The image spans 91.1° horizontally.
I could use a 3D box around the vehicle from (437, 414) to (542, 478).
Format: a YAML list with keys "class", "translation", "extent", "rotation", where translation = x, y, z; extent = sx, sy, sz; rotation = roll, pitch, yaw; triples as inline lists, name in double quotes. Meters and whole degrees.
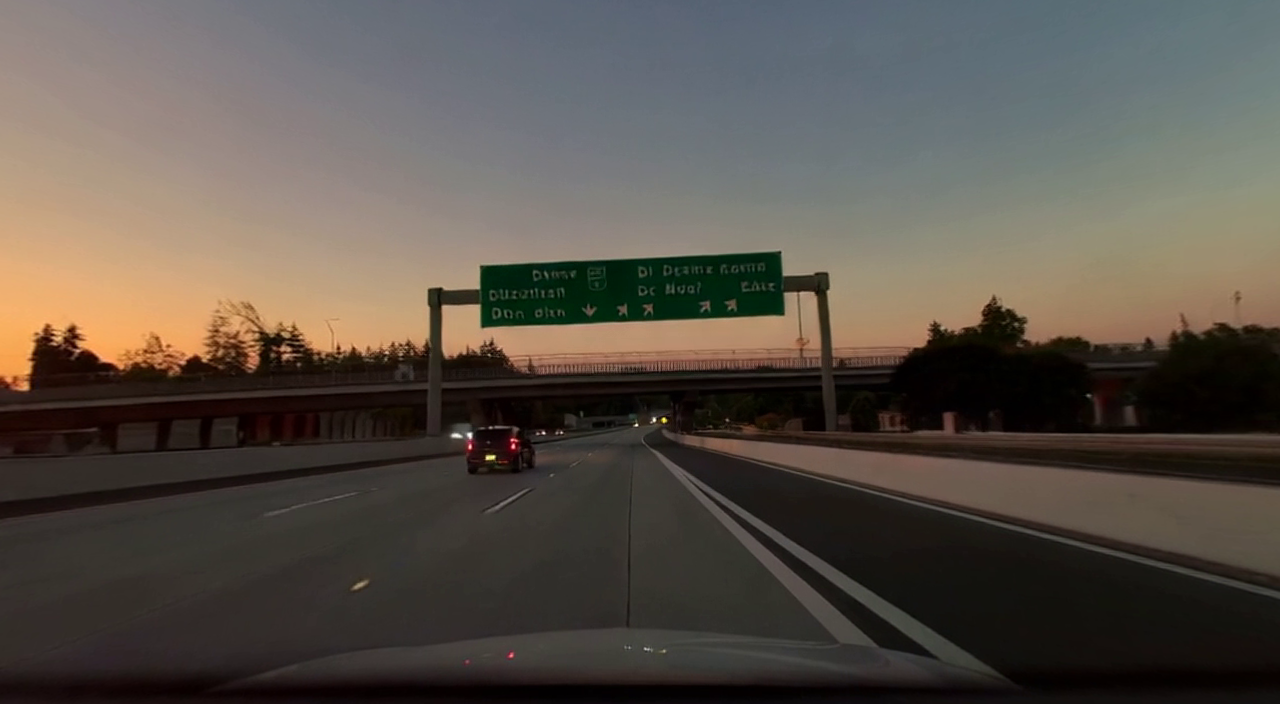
- class: "vehicle"
  translation: [-4.531, 2.917, 19.756]
  extent: [2.153, 1.730, 4.772]
  rotation: [0, -8, 0]

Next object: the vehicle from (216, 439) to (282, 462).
- class: "vehicle"
  translation: [-27.177, 6.848, 43.848]
  extent: [1.819, 1.503, 4.311]
  rotation: [0, -8, -1]
